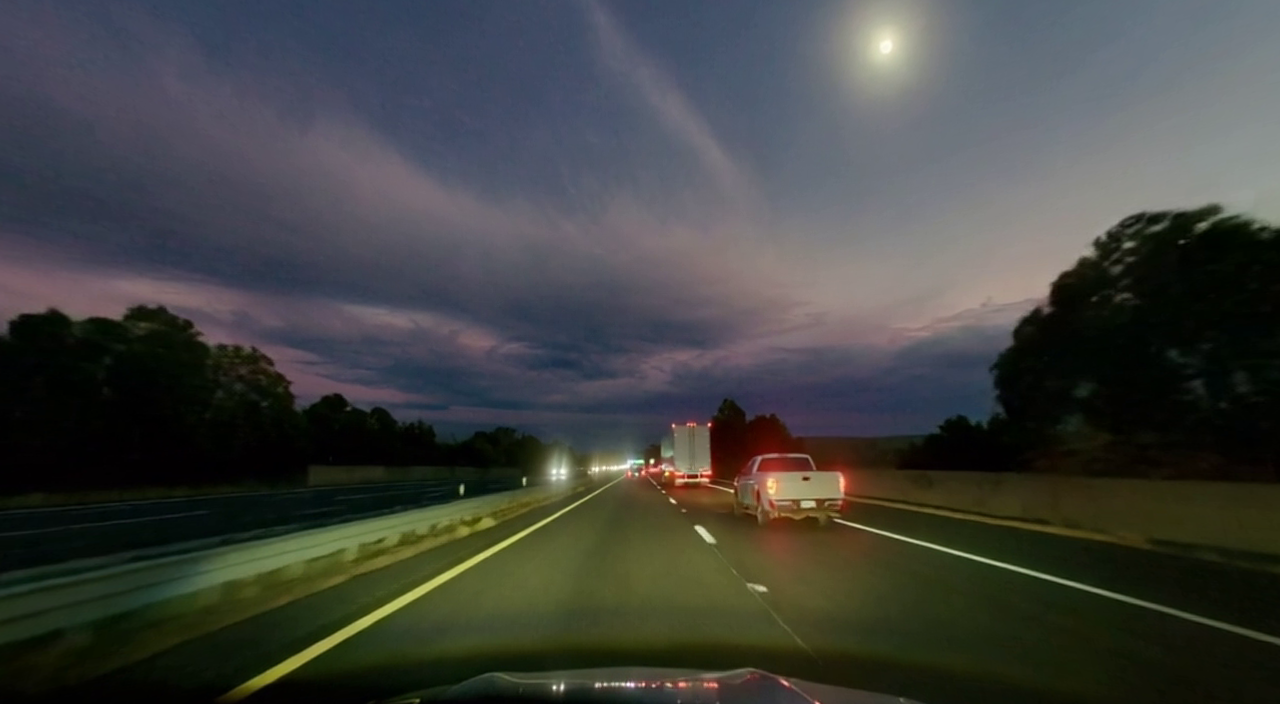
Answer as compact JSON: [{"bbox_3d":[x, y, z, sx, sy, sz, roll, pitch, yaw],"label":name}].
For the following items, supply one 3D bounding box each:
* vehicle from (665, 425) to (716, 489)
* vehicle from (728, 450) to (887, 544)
[{"bbox_3d":[3.581,8.127,48.547,2.863,4.088,14.040,1,-10,0],"label":"vehicle"},{"bbox_3d":[3.372,3.061,13.791,2.124,1.662,4.641,1,-10,-1],"label":"vehicle"}]
